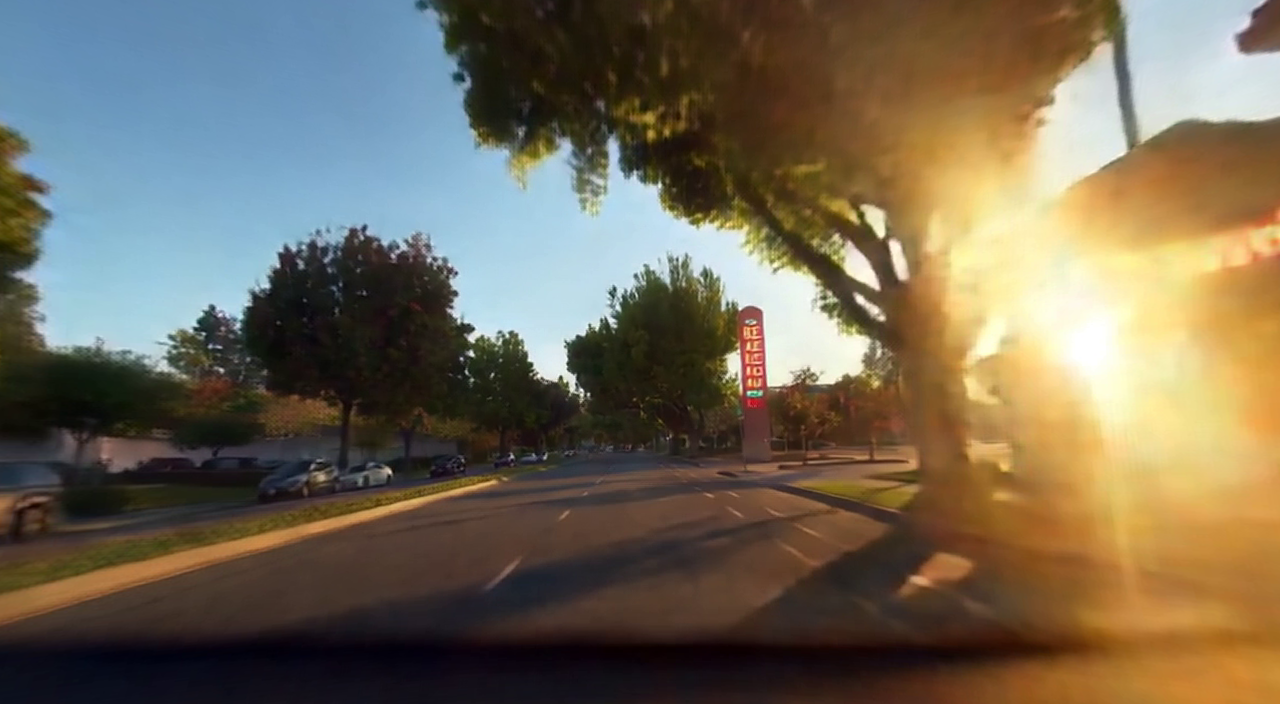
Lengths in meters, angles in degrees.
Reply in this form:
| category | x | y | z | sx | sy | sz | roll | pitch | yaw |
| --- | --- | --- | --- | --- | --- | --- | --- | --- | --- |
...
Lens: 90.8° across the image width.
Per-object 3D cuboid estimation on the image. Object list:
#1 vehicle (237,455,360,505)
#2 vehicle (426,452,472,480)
| category | x | y | z | sx | sy | sz | roll | pitch | yaw |
| --- | --- | --- | --- | --- | --- | --- | --- | --- | --- |
| vehicle | -12.494 | 4.668 | 23.562 | 1.897 | 1.564 | 4.875 | 0 | -9 | -1 |
| vehicle | -12.842 | 7.658 | 42.619 | 1.953 | 1.558 | 3.839 | -5 | -8 | -2 |
